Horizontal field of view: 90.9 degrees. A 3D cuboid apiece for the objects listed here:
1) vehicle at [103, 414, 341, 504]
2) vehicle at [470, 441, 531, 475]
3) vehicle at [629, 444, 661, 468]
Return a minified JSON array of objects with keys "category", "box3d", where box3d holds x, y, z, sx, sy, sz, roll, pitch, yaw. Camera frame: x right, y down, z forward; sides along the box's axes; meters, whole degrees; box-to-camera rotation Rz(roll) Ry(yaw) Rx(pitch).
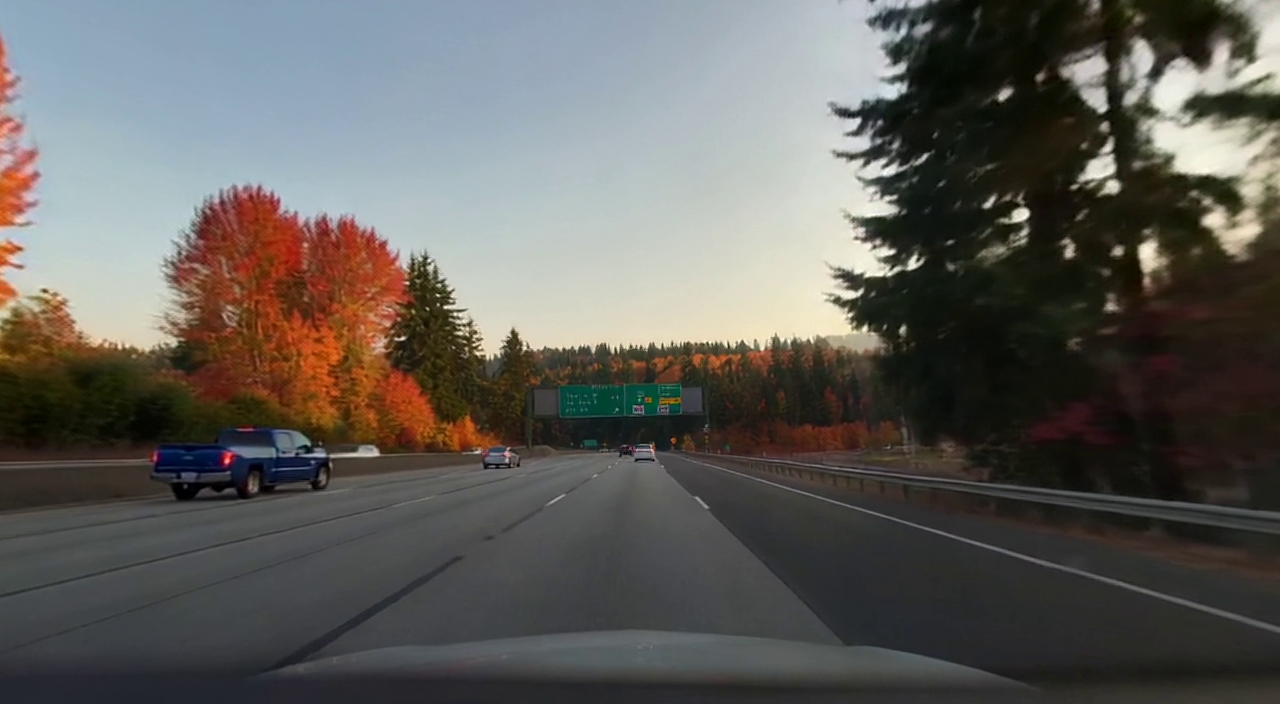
[{"category":"vehicle","box3d":[-10.771,2.819,17.076,2.347,1.984,5.778,0,-8,2]},{"category":"vehicle","box3d":[-6.682,5.130,30.708,1.919,1.499,4.234,0,-8,1]},{"category":"vehicle","box3d":[0.335,6.788,41.381,1.984,1.471,4.202,0,-8,1]}]
